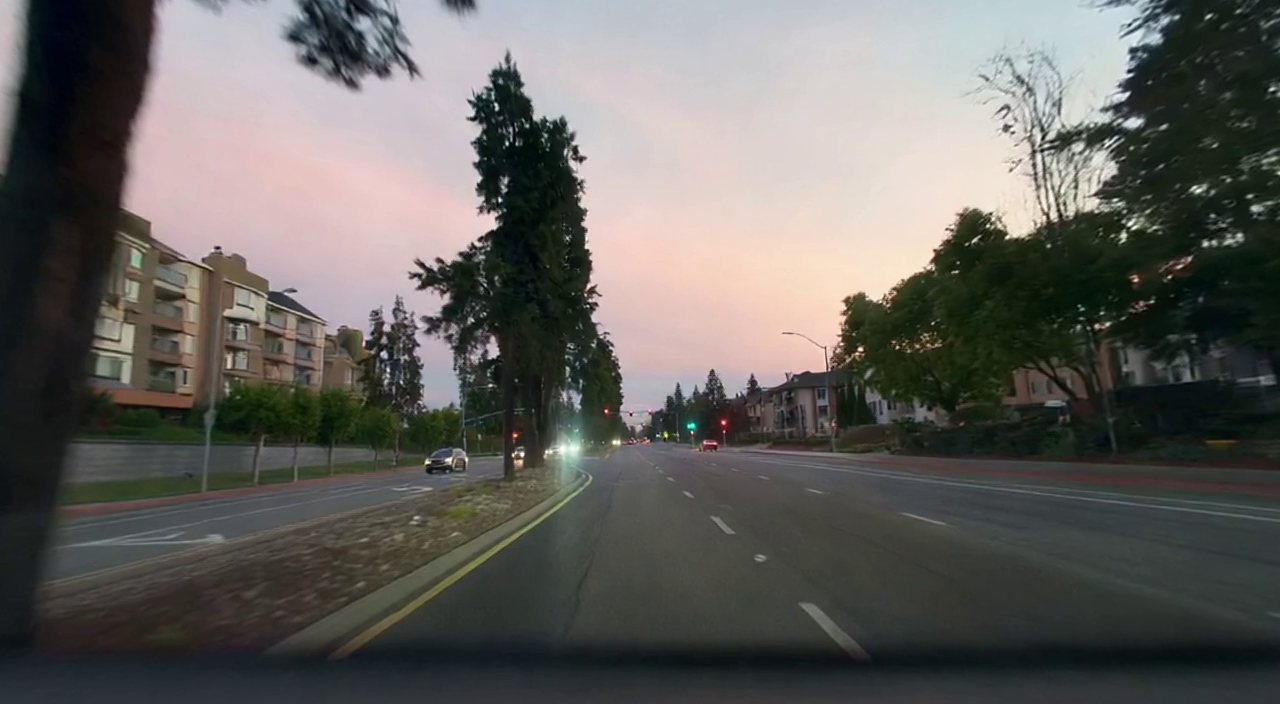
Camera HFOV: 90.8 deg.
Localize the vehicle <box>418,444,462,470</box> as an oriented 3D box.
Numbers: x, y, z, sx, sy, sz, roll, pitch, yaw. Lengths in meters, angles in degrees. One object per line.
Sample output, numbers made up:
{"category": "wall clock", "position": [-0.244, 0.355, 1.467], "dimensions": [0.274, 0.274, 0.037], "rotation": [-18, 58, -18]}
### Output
{"category": "vehicle", "position": [-15.370, 8.095, 48.777], "dimensions": [2.038, 1.857, 5.078], "rotation": [0, -9, -4]}
